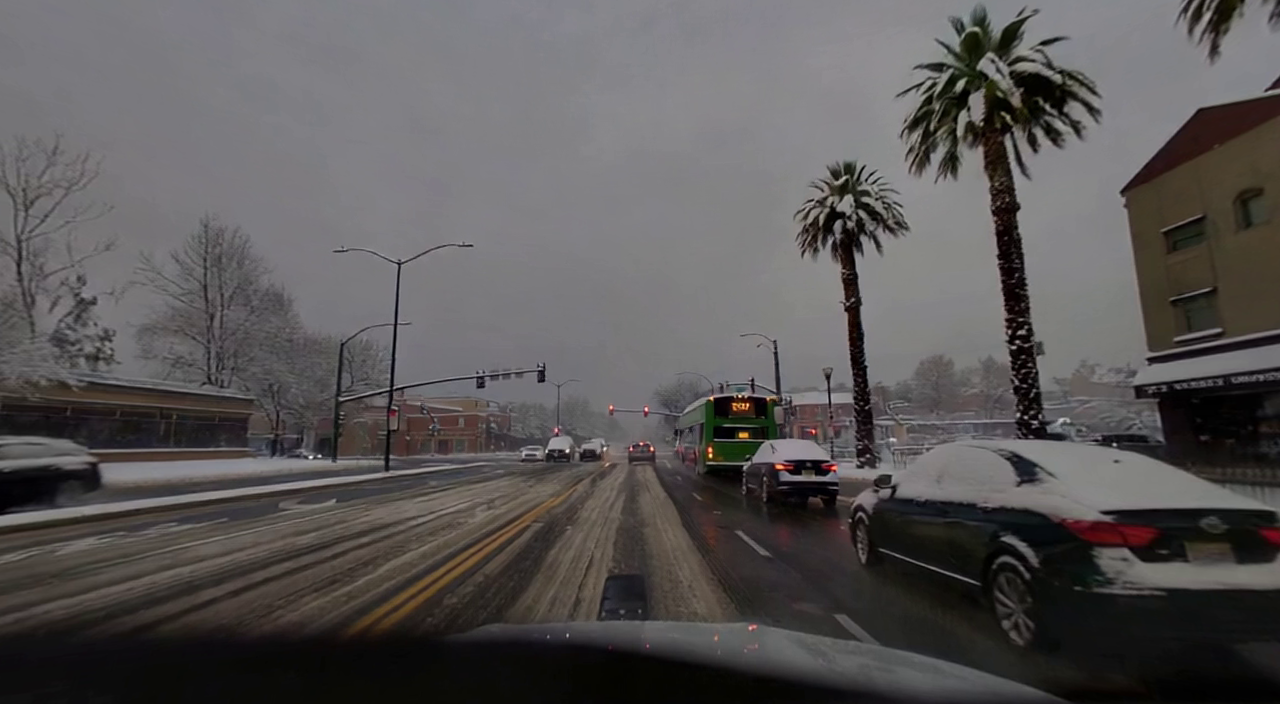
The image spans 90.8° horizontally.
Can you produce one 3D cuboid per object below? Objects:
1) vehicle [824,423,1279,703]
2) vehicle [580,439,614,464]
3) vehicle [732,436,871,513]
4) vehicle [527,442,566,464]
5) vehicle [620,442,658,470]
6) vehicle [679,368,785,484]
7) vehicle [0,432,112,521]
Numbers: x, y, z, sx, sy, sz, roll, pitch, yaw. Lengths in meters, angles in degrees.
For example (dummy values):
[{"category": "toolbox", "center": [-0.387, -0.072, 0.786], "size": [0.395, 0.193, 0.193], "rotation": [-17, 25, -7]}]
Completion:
[{"category": "vehicle", "center": [3.343, 1.454, 5.529], "size": [2.063, 1.483, 4.620], "rotation": [0, -9, 0]}, {"category": "vehicle", "center": [-3.111, 7.256, 46.120], "size": [2.020, 1.721, 4.366], "rotation": [0, -9, 2]}, {"category": "vehicle", "center": [3.600, 2.835, 15.203], "size": [1.965, 1.519, 5.078], "rotation": [0, -9, -1]}, {"category": "vehicle", "center": [-6.735, 7.324, 46.094], "size": [1.927, 1.480, 4.832], "rotation": [-1, -9, 2]}, {"category": "vehicle", "center": [0.007, 5.923, 36.236], "size": [2.060, 1.499, 3.831], "rotation": [0, -9, 1]}, {"category": "vehicle", "center": [3.596, 3.561, 28.728], "size": [2.970, 4.015, 13.606], "rotation": [0, -9, 1]}, {"category": "vehicle", "center": [-13.723, 2.510, 12.827], "size": [2.101, 1.740, 4.543], "rotation": [0, -9, -2]}]
